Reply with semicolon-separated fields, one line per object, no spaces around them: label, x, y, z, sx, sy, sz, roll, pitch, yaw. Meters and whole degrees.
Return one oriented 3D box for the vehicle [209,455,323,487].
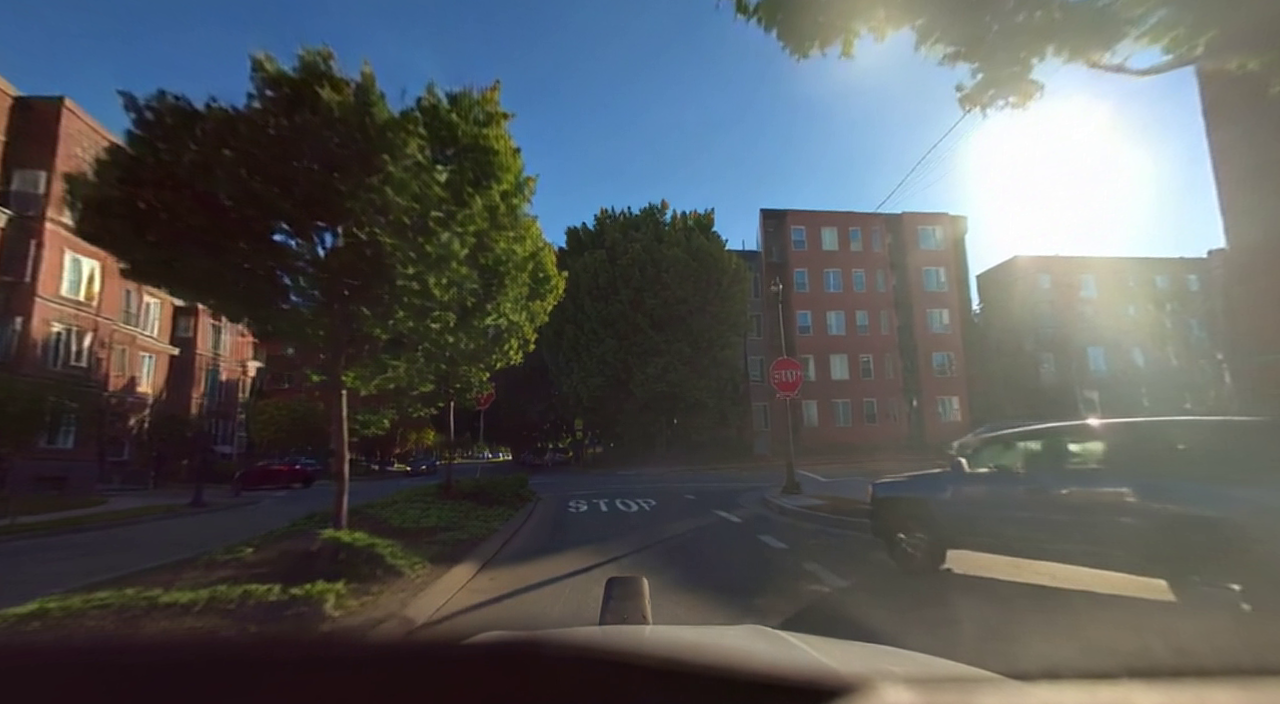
vehicle;-19.230;6.128;32.547;4.654;1.503;1.951;0;-8;3

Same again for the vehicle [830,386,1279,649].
vehicle;4.133;1.232;5.393;2.065;1.529;4.709;1;-10;-25

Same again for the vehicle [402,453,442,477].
vehicle;-15.229;7.901;44.206;2.027;1.475;4.522;2;-8;-12
